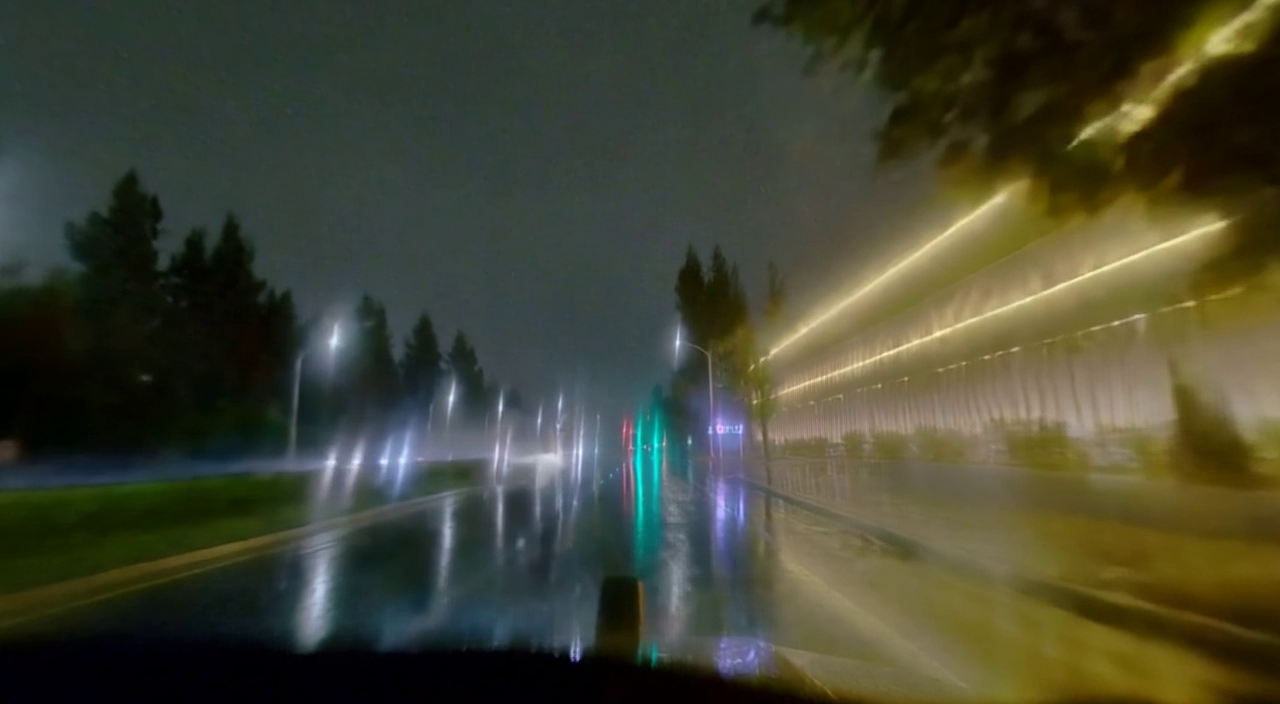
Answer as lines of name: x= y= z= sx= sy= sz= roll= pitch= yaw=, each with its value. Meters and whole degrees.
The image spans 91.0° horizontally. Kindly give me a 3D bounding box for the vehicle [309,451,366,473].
vehicle: x=-20.573 y=7.476 z=43.014 sx=1.871 sy=1.460 sz=4.134 roll=0 pitch=-9 yaw=0
